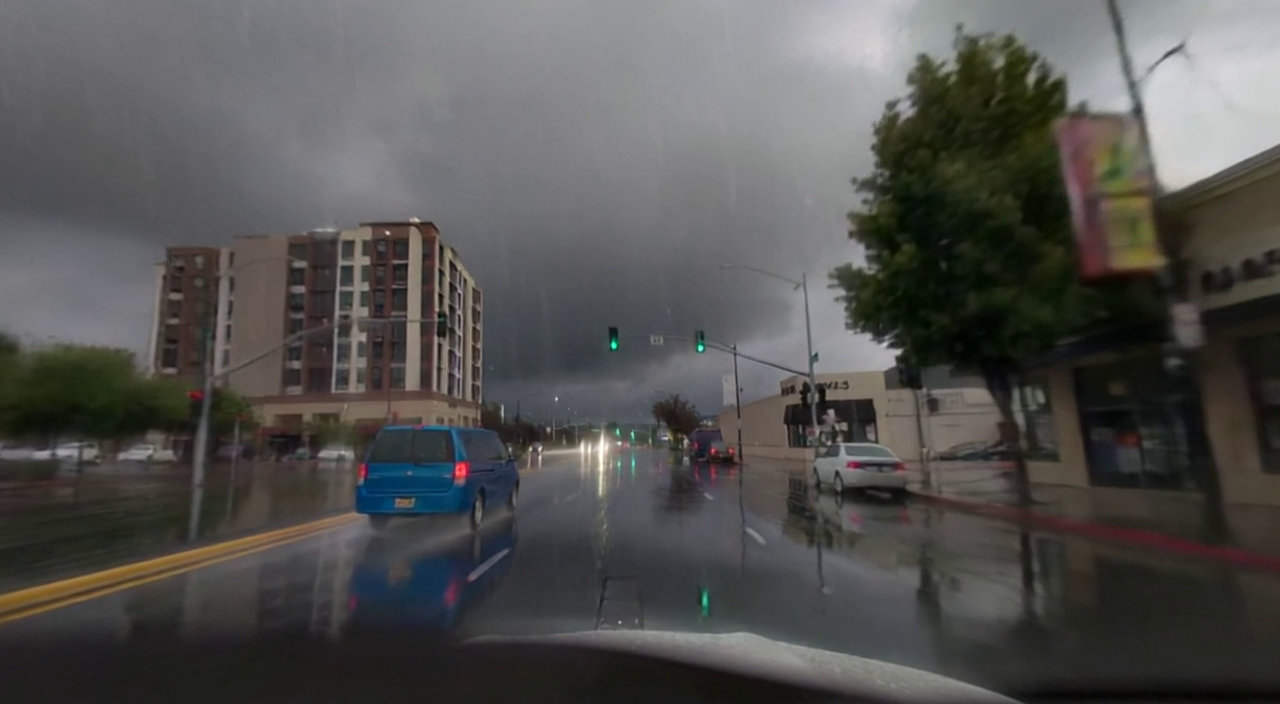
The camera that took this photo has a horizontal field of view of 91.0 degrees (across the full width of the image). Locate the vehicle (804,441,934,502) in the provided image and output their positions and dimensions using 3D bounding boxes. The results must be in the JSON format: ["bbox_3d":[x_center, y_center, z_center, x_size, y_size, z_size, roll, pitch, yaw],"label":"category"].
[{"bbox_3d":[6.459,3.398,18.440,1.967,1.534,4.683,0,-8,-1],"label":"vehicle"}]

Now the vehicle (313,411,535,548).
[{"bbox_3d":[-3.054,1.891,9.898,2.080,1.722,3.766,0,-8,1],"label":"vehicle"}]

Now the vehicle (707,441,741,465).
[{"bbox_3d":[6.355,7.661,47.986,1.942,1.753,4.912,0,-8,0],"label":"vehicle"}]
